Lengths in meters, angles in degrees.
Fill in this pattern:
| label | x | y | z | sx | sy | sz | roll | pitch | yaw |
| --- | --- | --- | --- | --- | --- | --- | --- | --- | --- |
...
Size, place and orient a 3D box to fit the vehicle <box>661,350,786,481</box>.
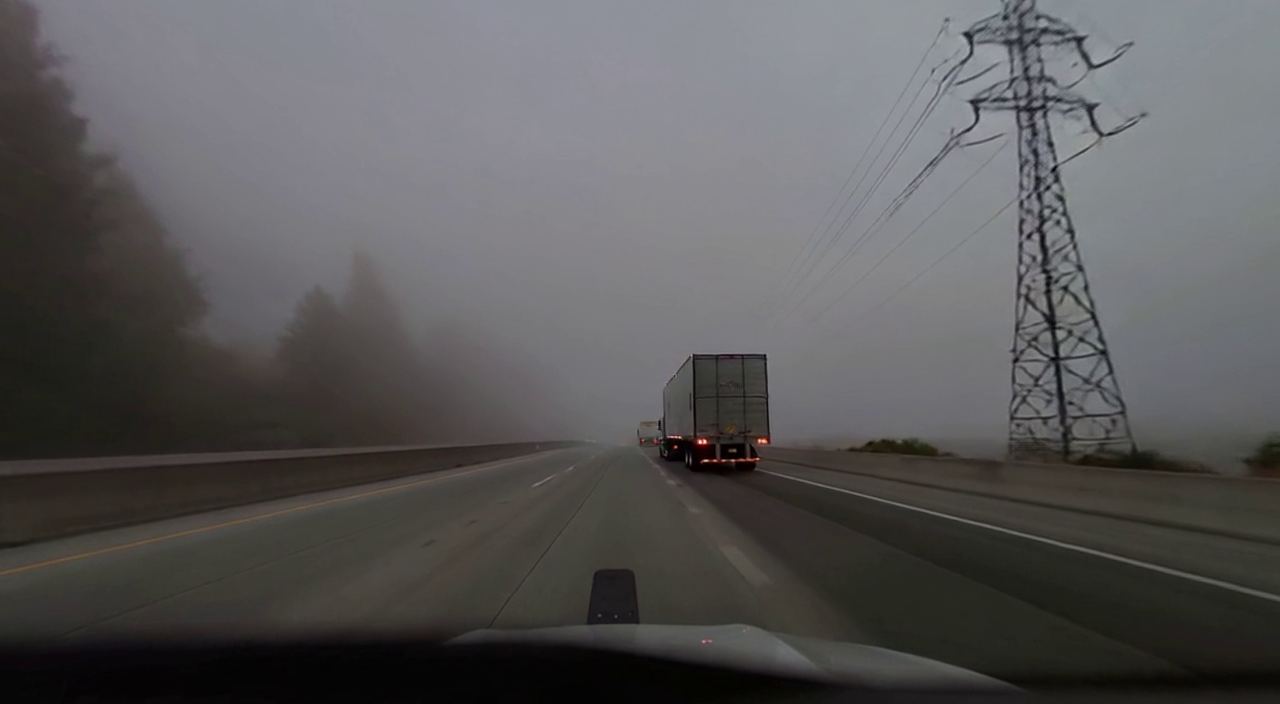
| label | x | y | z | sx | sy | sz | roll | pitch | yaw |
| --- | --- | --- | --- | --- | --- | --- | --- | --- | --- |
| vehicle | 2.826 | 2.909 | 26.738 | 2.905 | 4.080 | 14.157 | 0 | -8 | -2 |
